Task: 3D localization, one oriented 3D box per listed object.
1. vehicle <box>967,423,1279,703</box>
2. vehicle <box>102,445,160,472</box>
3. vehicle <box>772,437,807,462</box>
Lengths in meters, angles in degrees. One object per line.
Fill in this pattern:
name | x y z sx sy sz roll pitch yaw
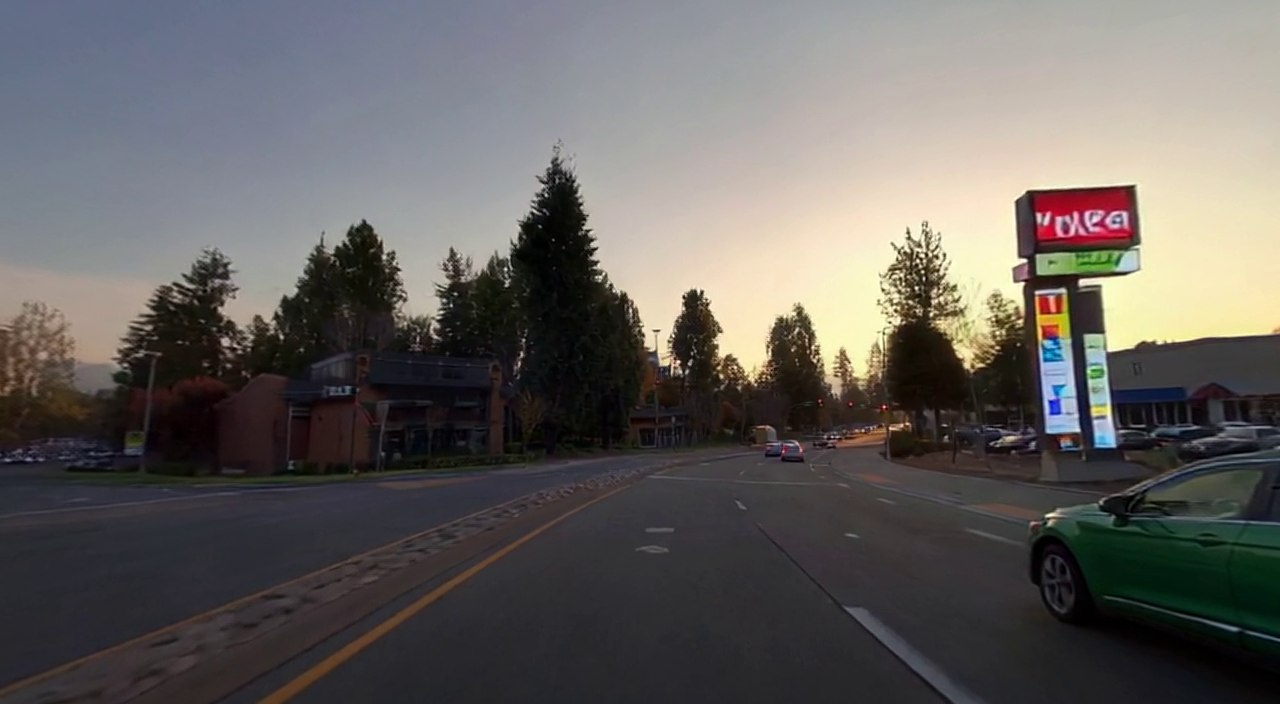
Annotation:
vehicle | 4.132 1.191 3.780 1.938 1.466 4.434 0 -8 0
vehicle | -37.697 7.851 46.803 2.275 1.870 4.522 4 -9 -25
vehicle | 10.959 7.092 45.981 2.311 1.715 4.287 -2 -9 15
